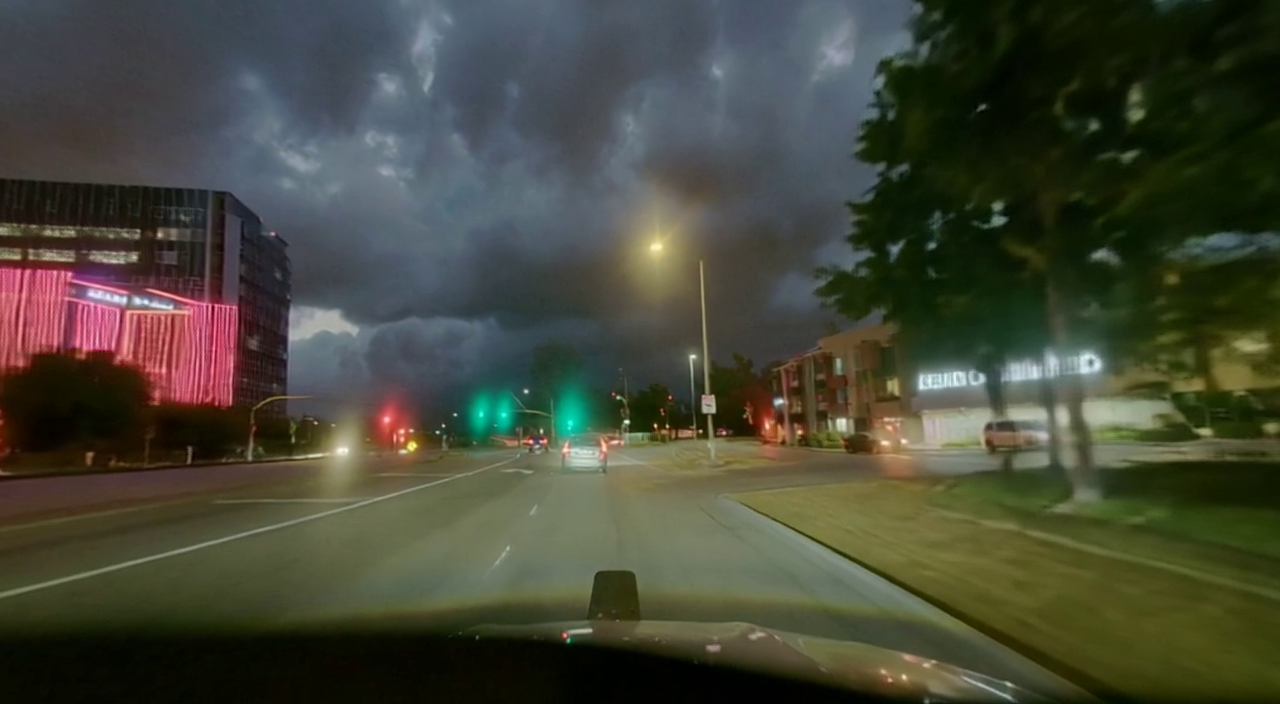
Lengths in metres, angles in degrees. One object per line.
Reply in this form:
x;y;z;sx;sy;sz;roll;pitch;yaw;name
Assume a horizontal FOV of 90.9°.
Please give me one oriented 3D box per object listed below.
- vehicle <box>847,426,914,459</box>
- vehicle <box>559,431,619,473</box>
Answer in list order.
16.581;6.323;43.665;1.932;1.762;4.835;1;-13;-11;vehicle
-2.146;4.047;25.788;2.231;1.572;4.227;1;-8;-6;vehicle
